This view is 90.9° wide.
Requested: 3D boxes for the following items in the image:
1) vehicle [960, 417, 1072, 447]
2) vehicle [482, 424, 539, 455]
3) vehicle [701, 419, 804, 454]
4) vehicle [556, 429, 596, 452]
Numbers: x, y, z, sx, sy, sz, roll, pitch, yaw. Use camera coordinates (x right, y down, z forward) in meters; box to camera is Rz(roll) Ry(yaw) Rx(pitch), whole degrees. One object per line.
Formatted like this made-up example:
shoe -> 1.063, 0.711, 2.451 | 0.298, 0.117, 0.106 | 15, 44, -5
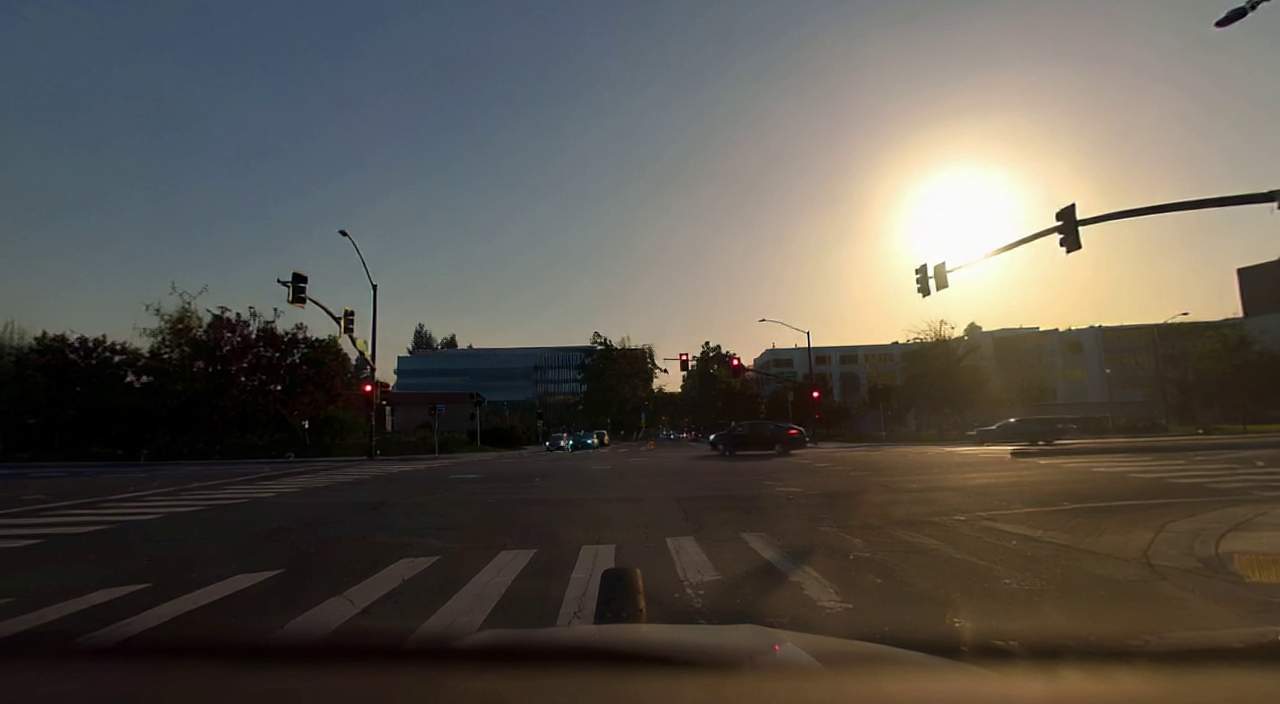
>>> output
vehicle -> 18.721, 4.041, 31.503 | 4.510, 1.431, 1.884 | 1, -9, -7
vehicle -> -8.290, 5.733, 40.892 | 2.000, 1.864, 5.044 | -1, -9, 7
vehicle -> 5.262, 4.019, 29.806 | 4.407, 1.569, 1.859 | 1, -9, -5
vehicle -> -4.387, 6.168, 43.768 | 1.919, 1.467, 4.086 | -1, -9, 6
